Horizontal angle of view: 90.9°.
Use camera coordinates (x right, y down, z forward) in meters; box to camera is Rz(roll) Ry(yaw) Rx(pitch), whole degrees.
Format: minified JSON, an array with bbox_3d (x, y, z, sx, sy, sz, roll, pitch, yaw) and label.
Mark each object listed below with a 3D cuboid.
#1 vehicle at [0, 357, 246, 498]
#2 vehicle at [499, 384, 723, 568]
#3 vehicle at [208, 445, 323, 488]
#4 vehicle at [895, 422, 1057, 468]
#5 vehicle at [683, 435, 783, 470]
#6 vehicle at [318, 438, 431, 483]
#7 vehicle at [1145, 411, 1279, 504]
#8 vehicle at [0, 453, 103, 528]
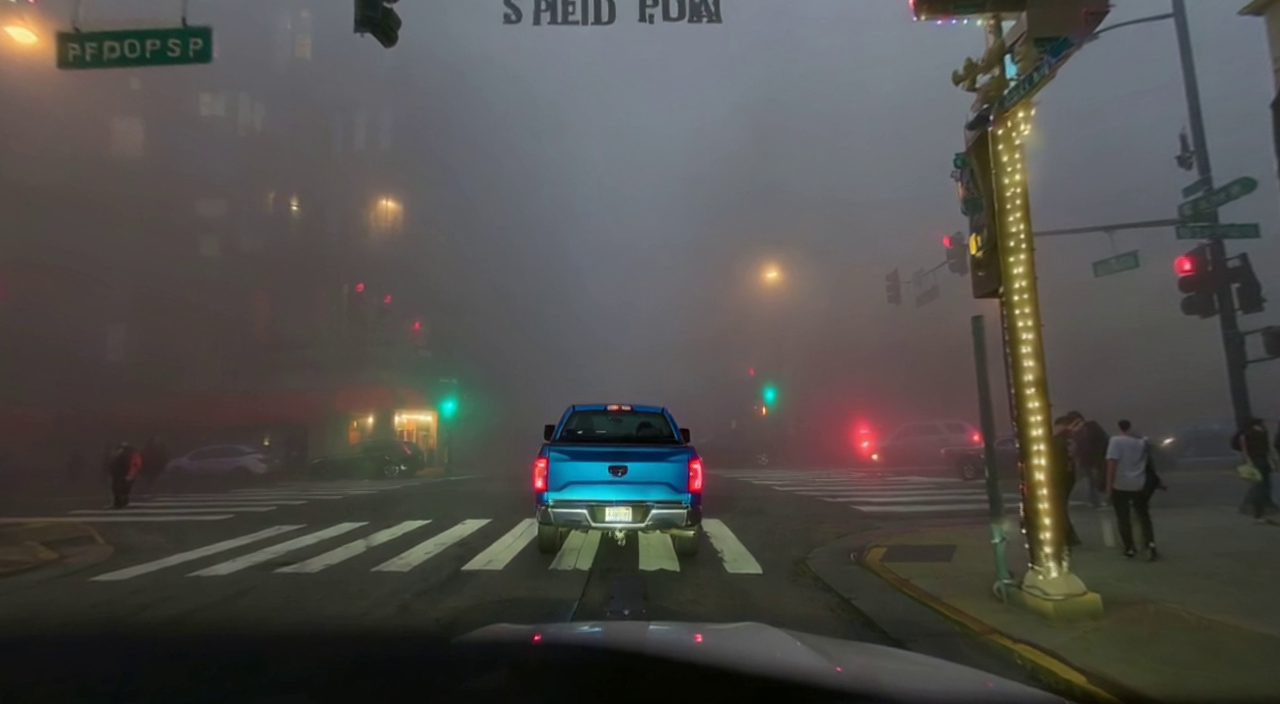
[{"bbox_3d":[-22.188,2.719,22.529,13.729,4.662,3.300,0,-9,0],"label":"vehicle"},{"bbox_3d":[-0.469,1.781,9.858,2.477,2.020,5.534,0,-8,-3],"label":"vehicle"},{"bbox_3d":[-18.614,5.681,31.478,4.398,2.057,1.959,0,-8,-2],"label":"vehicle"},{"bbox_3d":[11.650,3.257,22.088,4.600,1.506,1.878,0,-9,-2],"label":"vehicle"},{"bbox_3d":[4.311,4.739,29.808,4.515,1.583,1.920,-1,-8,3],"label":"vehicle"},{"bbox_3d":[-13.134,5.370,31.376,4.799,1.909,2.011,-3,-7,3],"label":"vehicle"},{"bbox_3d":[13.065,2.024,12.456,4.082,1.613,2.211,-3,-12,-1],"label":"vehicle"},{"bbox_3d":[-16.034,3.293,15.244,4.039,1.654,2.092,0,-8,-3],"label":"vehicle"}]
